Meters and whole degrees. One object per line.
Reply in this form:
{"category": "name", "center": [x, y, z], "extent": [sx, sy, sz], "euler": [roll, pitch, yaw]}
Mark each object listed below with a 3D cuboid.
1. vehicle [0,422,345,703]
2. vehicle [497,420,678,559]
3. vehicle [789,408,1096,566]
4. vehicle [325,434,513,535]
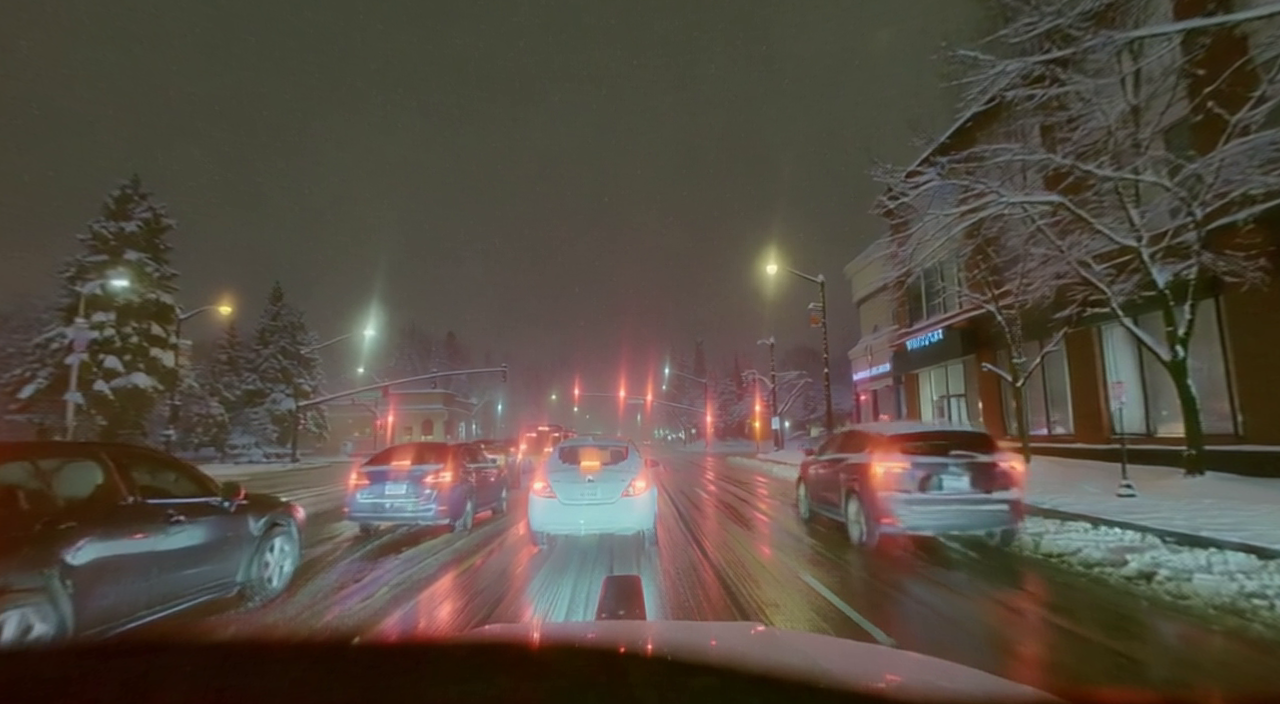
{"category": "vehicle", "center": [-4.127, 1.271, 4.343], "extent": [2.020, 1.457, 4.496], "euler": [0, -9, 0]}
{"category": "vehicle", "center": [-0.615, 1.855, 9.174], "extent": [2.042, 1.555, 3.912], "euler": [0, -9, -1]}
{"category": "vehicle", "center": [3.731, 1.757, 8.920], "extent": [2.097, 1.651, 4.300], "euler": [0, -9, -1]}
{"category": "vehicle", "center": [-3.730, 2.300, 11.570], "extent": [1.950, 1.487, 4.130], "euler": [0, -9, 0]}
